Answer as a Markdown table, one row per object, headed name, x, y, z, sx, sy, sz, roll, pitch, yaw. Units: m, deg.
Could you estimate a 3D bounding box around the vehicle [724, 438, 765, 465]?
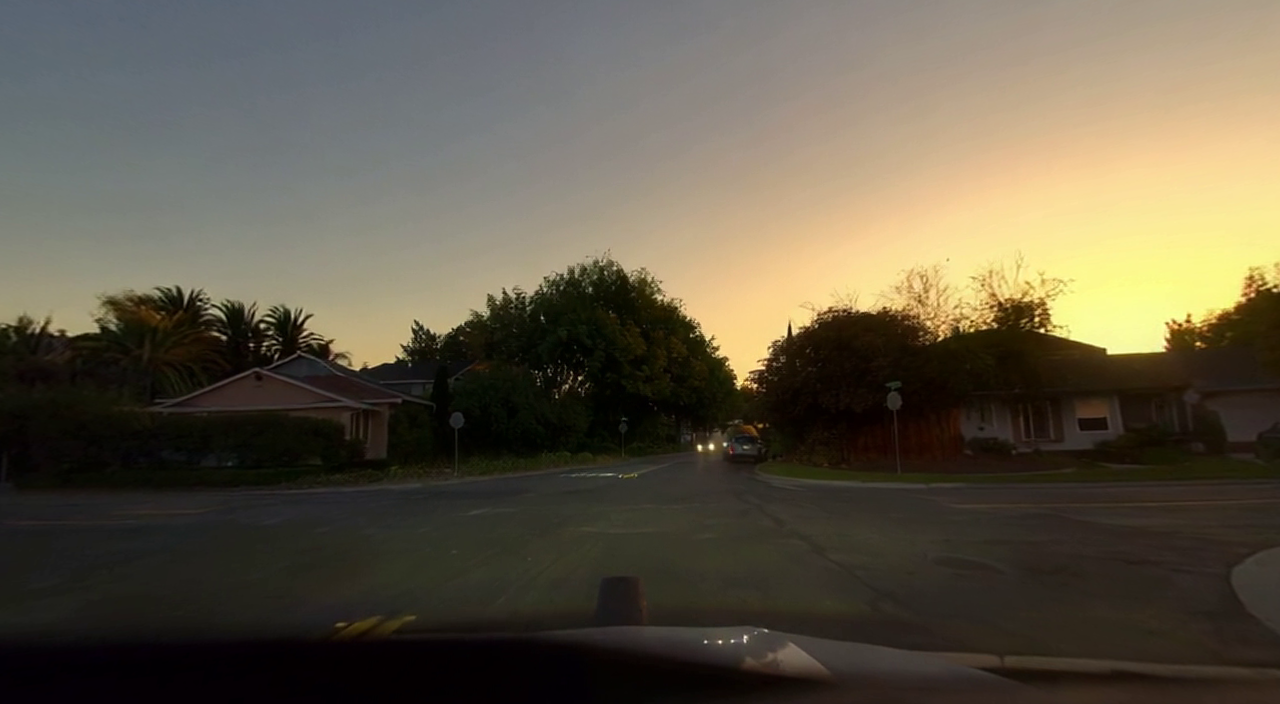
| name | x | y | z | sx | sy | sz | roll | pitch | yaw |
| --- | --- | --- | --- | --- | --- | --- | --- | --- | --- |
| vehicle | 8.163 | 7.651 | 48.774 | 2.258 | 1.947 | 4.762 | -3 | -9 | 20 |
